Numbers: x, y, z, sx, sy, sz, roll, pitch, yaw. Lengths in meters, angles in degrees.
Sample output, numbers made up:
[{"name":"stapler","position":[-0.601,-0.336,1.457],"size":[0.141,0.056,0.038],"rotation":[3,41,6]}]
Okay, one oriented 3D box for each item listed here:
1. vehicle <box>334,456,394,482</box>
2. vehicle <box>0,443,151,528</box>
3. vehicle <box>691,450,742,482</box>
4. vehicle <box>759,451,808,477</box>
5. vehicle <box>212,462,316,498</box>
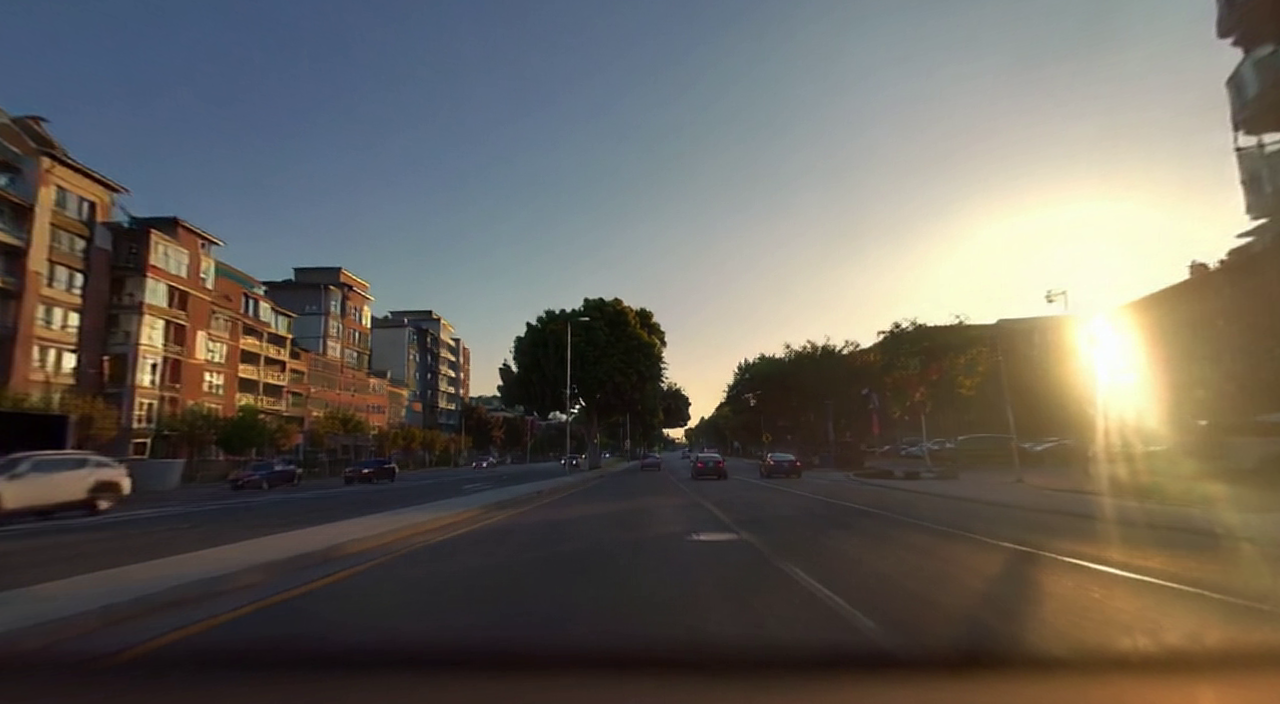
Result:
[{"name":"vehicle","position":[-21.108,8.974,48.612],"size":[2.141,1.809,5.002],"rotation":[-1,-9,3]},{"name":"vehicle","position":[-14.611,3.083,15.056],"size":[2.024,1.798,4.588],"rotation":[-1,-9,3]},{"name":"vehicle","position":[3.774,5.717,32.011],"size":[2.020,1.479,4.650],"rotation":[0,-9,0]},{"name":"vehicle","position":[8.389,6.559,37.271],"size":[1.932,1.439,4.159],"rotation":[0,-9,0]},{"name":"vehicle","position":[-17.440,5.913,29.600],"size":[1.804,1.421,4.659],"rotation":[-1,-9,3]}]
